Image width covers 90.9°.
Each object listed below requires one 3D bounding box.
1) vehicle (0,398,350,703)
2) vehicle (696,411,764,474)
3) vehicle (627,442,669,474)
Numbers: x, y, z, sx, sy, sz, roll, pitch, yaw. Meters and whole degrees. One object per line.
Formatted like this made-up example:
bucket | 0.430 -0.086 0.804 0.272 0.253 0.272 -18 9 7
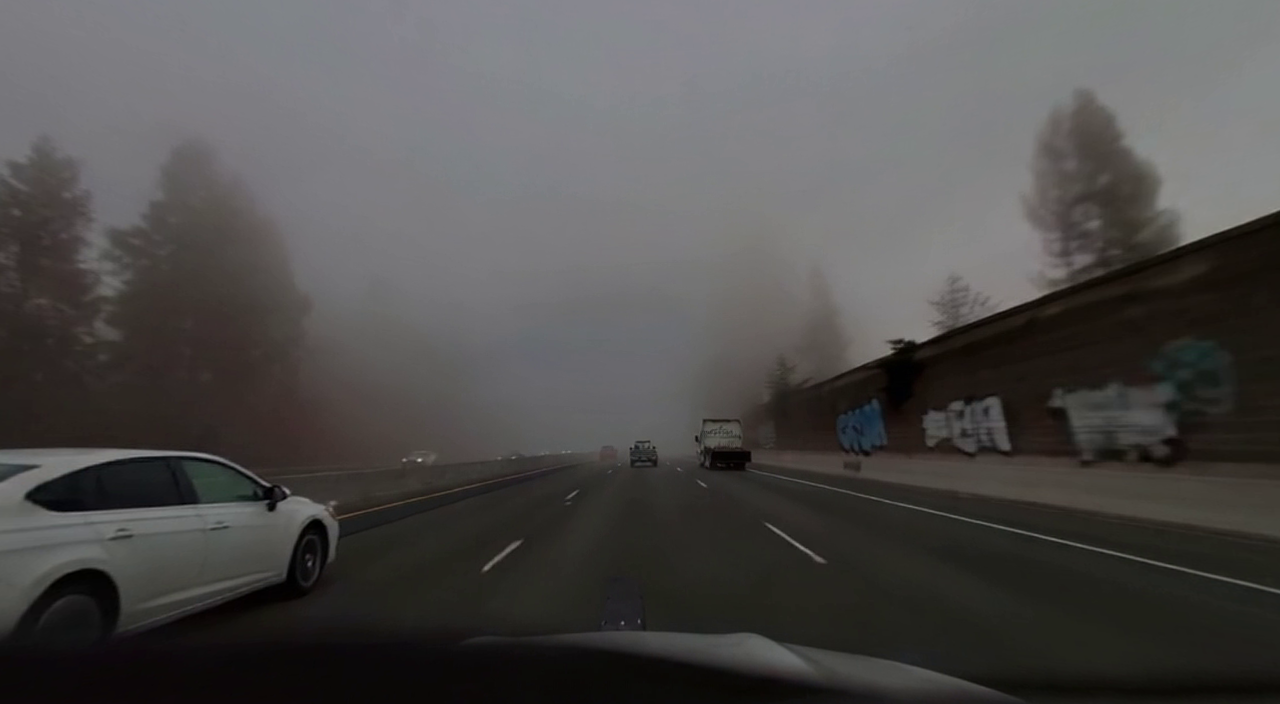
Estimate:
vehicle | -3.655 1.060 3.456 2.023 1.444 4.379 0 -9 0
vehicle | 4.504 4.739 32.894 2.549 2.931 6.310 0 -9 0
vehicle | 0.404 5.364 32.126 2.009 1.506 4.091 0 -9 0
